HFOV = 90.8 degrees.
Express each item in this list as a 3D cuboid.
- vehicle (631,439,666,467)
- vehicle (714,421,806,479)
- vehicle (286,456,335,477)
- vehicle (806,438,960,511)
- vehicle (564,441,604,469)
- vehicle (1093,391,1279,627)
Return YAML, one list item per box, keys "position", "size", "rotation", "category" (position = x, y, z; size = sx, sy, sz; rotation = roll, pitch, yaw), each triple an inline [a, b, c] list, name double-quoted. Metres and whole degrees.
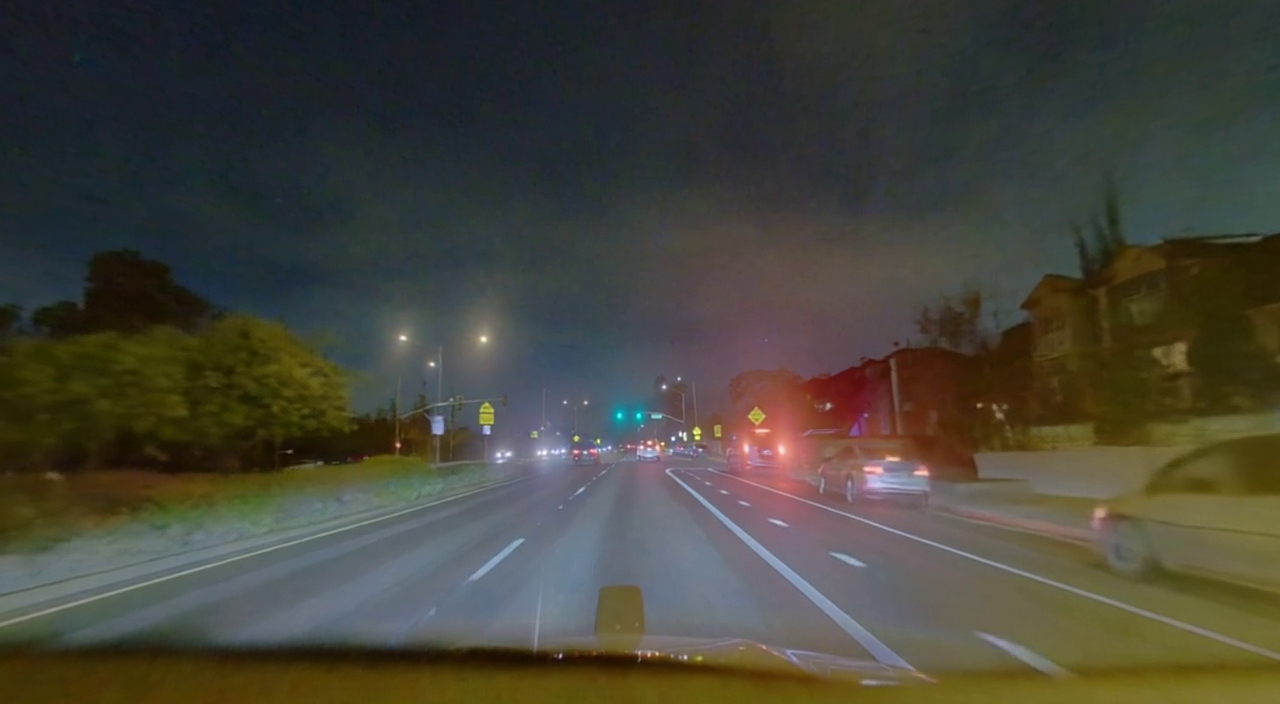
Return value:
- position: [0.543, 7.085, 44.543]
  size: [2.273, 1.851, 5.075]
  rotation: [0, -9, -1]
  category: "vehicle"
- position: [5.444, 4.650, 30.174]
  size: [2.763, 2.329, 7.864]
  rotation: [-1, -8, 0]
  category: "vehicle"
- position: [-25.958, 9.037, 49.879]
  size: [1.796, 1.511, 3.879]
  rotation: [0, -9, 0]
  category: "vehicle"
- position: [5.772, 2.941, 15.711]
  size: [1.910, 1.520, 4.375]
  rotation: [0, -9, -3]
  category: "vehicle"
- position: [-3.719, 6.926, 42.656]
  size: [2.233, 1.775, 4.491]
  rotation: [0, -9, 1]
  category: "vehicle"
- position: [5.810, 1.125, 4.390]
  size: [2.020, 1.762, 4.559]
  rotation: [-1, -9, 2]
  category: "vehicle"
